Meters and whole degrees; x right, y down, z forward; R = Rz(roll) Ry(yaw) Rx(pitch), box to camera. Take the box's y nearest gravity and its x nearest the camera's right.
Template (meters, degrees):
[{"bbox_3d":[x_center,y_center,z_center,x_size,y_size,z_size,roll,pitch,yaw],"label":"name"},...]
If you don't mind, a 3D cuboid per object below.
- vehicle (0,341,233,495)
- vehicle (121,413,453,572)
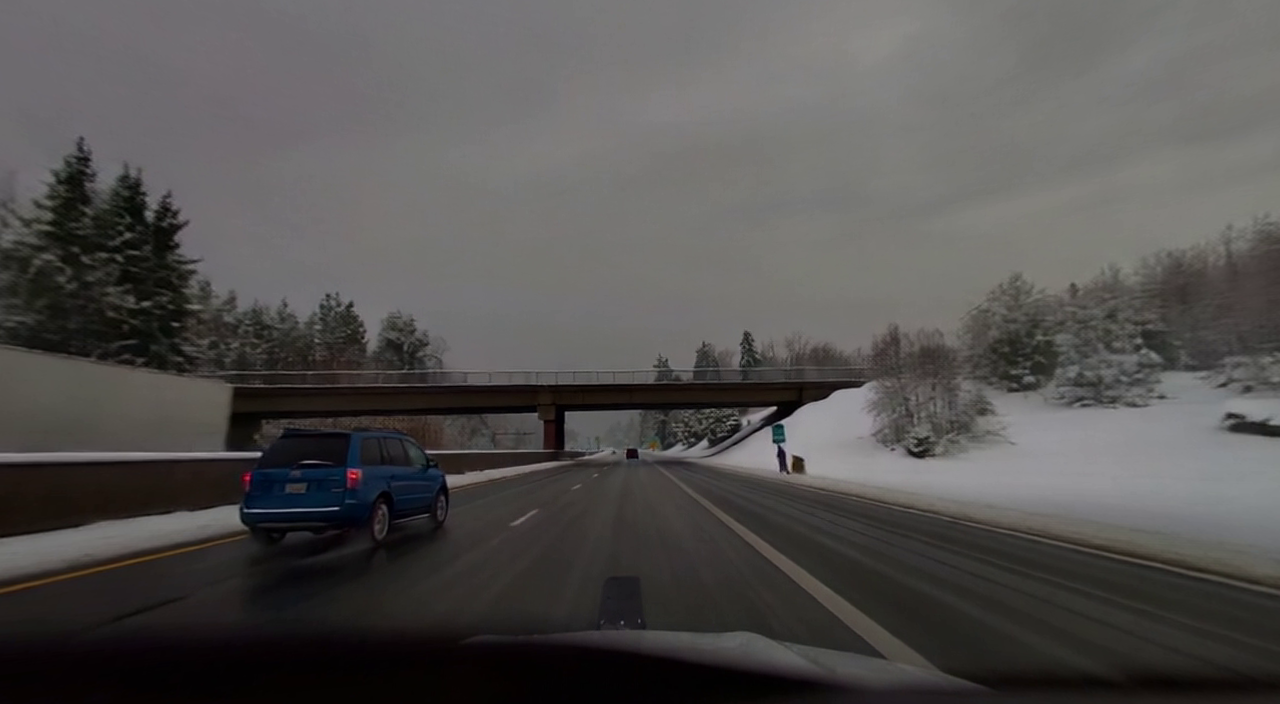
[{"bbox_3d":[-18.201,2.080,18.701,2.886,3.971,14.161,0,-9,0],"label":"vehicle"},{"bbox_3d":[-4.625,1.920,9.417,2.221,1.750,4.706,0,-9,0],"label":"vehicle"}]
